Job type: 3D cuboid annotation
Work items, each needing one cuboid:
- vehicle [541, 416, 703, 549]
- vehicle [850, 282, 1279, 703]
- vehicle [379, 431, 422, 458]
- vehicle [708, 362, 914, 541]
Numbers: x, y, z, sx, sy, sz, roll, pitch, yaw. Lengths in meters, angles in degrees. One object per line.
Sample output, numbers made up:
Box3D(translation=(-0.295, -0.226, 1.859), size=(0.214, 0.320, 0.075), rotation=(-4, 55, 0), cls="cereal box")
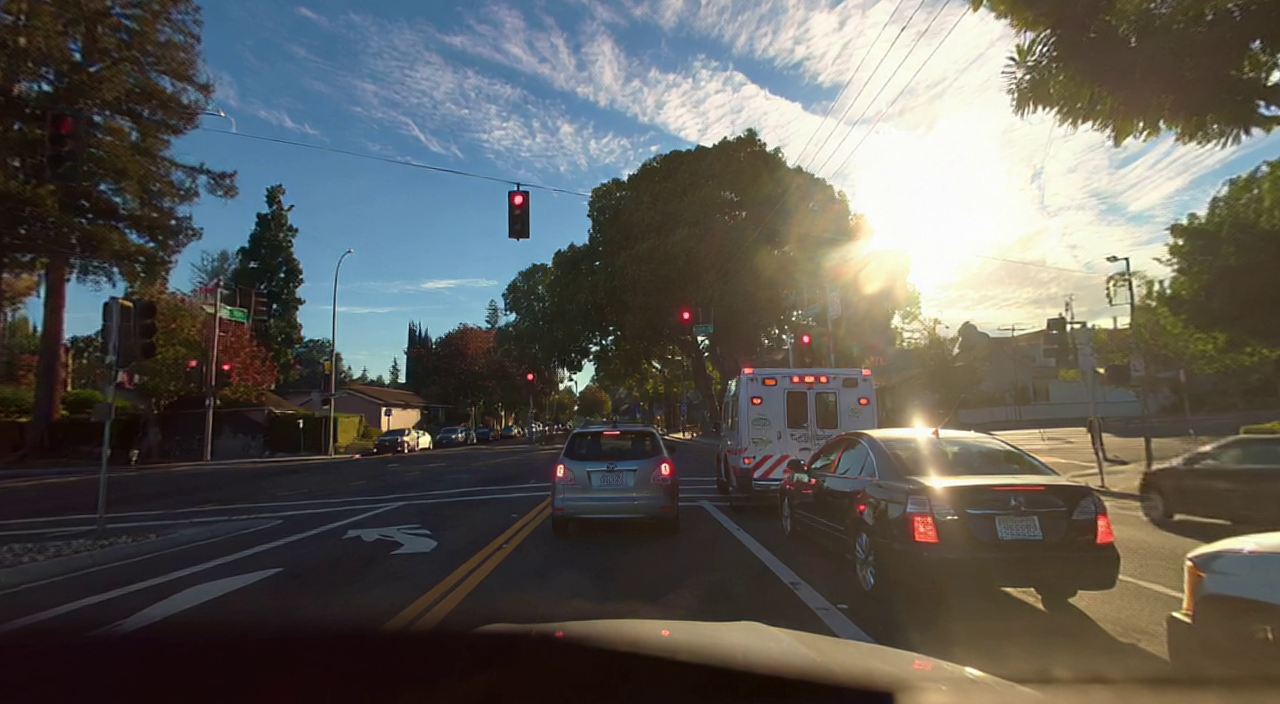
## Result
Box3D(translation=(-0.269, 1.978, 10.188), size=(2.114, 1.707, 3.725), rotation=(0, -8, -1), cls="vehicle")
Box3D(translation=(2.854, 0.892, 2.878), size=(2.194, 1.820, 4.652), rotation=(0, -8, 0), cls="vehicle")
Box3D(translation=(-17.725, 6.878, 46.868), size=(2.246, 1.880, 4.454), rotation=(1, -8, -12), cls="vehicle")
Box3D(translation=(2.880, 1.896, 12.373), size=(2.406, 2.687, 5.521), rotation=(0, -8, 0), cls="vehicle")
